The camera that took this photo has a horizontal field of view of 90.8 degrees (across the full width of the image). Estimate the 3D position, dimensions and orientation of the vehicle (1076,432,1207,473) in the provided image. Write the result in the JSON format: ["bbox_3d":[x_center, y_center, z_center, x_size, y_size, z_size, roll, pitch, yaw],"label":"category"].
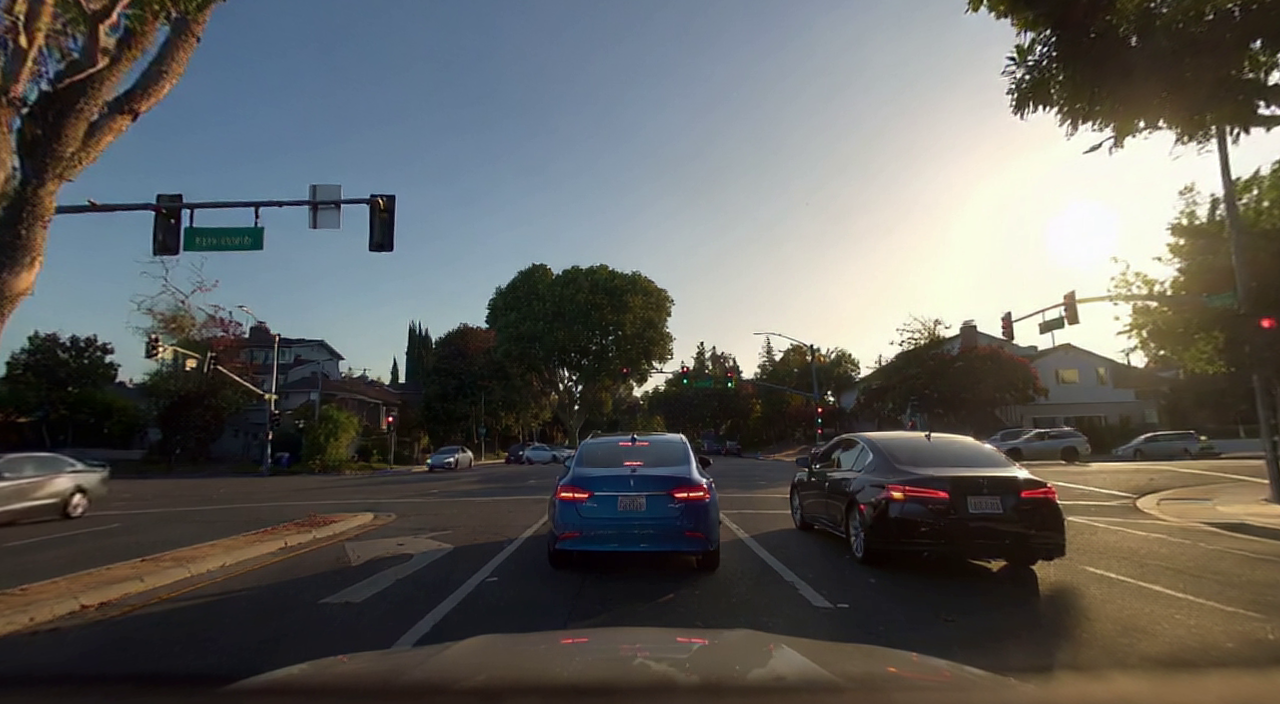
[{"bbox_3d":[23.972,4.788,30.321,4.520,1.762,2.005,-2,-8,-1],"label":"vehicle"}]

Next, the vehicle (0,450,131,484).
[{"bbox_3d":[-28.174,5.614,31.058,4.538,1.591,1.949,0,-8,1],"label":"vehicle"}]

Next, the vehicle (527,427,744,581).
[{"bbox_3d":[-0.061,1.783,8.248,2.103,1.478,4.073,0,-8,-1],"label":"vehicle"}]

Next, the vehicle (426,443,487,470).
[{"bbox_3d":[-11.192,6.424,38.940,2.102,1.531,5.072,0,-8,1],"label":"vehicle"}]

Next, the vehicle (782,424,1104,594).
[{"bbox_3d":[3.181,1.713,7.765,1.913,1.505,4.097,0,-8,0],"label":"vehicle"}]

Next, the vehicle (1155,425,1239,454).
[{"bbox_3d":[41.711,6.582,47.359,4.388,2.079,1.960,0,-8,-2],"label":"vehicle"}]
